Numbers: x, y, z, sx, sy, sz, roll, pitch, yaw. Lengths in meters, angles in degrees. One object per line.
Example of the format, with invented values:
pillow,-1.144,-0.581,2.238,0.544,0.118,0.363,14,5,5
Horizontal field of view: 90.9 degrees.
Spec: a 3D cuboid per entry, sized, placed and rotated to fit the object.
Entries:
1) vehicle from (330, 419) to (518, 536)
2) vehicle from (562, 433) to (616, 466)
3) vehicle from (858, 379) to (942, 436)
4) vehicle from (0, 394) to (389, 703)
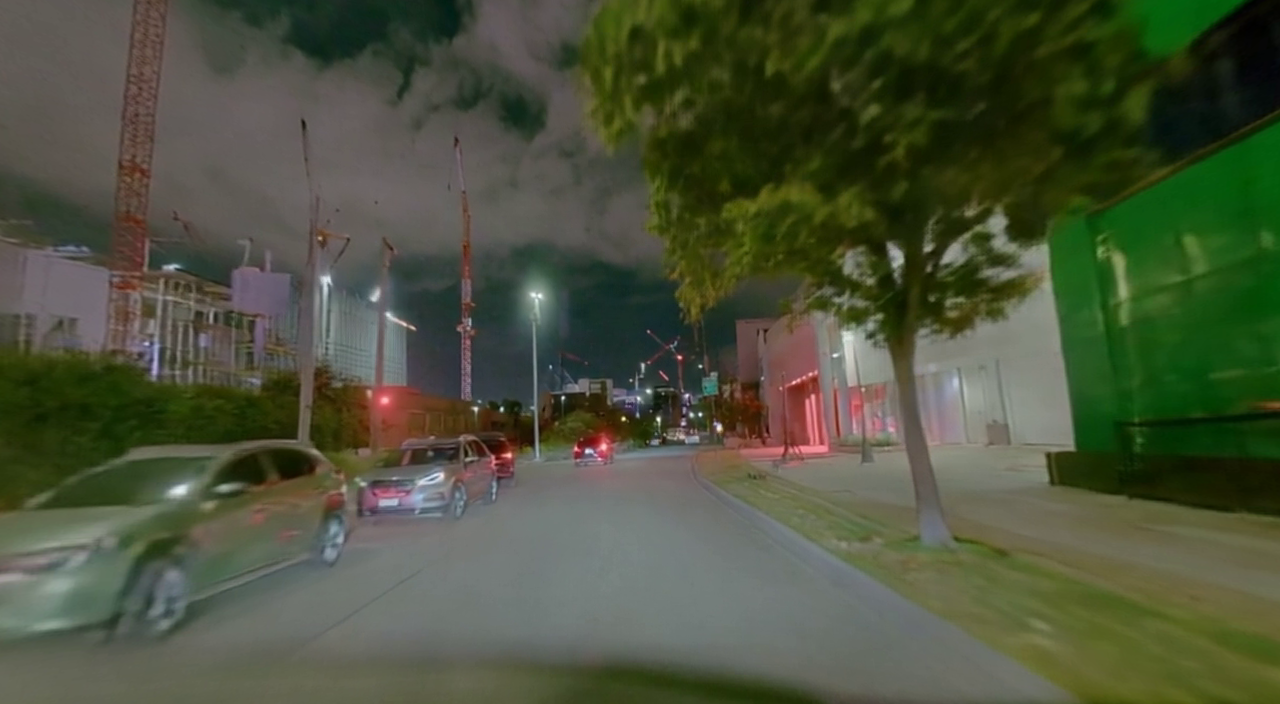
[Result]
vehicle,-3.599,2.128,11.464,2.026,1.699,4.224,0,-8,-2
vehicle,-2.668,5.206,33.980,1.967,1.646,4.192,-2,-8,10
vehicle,19.410,4.448,47.797,3.031,3.863,9.734,-1,-8,6
vehicle,-3.770,1.280,4.831,1.980,1.635,4.153,0,-8,0
